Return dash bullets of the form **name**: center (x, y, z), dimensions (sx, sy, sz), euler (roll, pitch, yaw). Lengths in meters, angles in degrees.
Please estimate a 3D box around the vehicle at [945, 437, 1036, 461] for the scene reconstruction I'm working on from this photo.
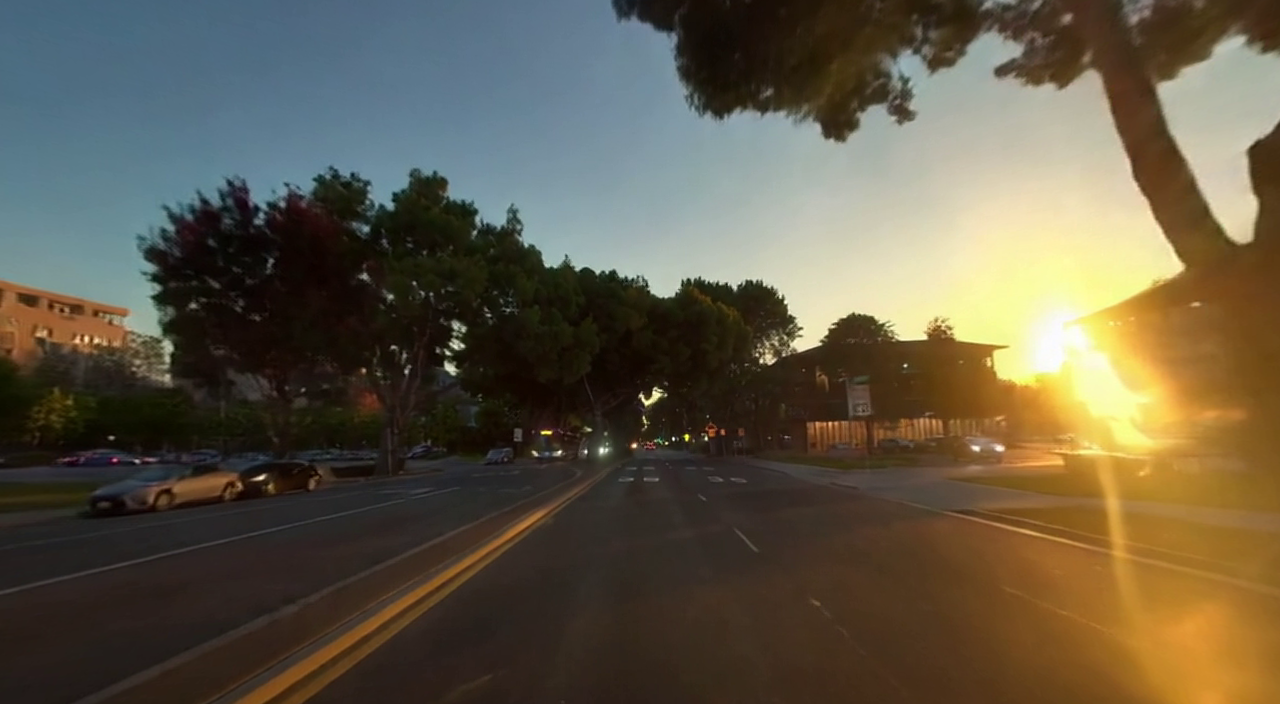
- **vehicle**: center (21.392, 5.942, 38.580), dimensions (4.404, 1.440, 1.900), euler (0, -8, 1)

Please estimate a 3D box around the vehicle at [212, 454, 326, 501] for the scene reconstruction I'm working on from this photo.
- **vehicle**: center (-14.013, 4.711, 24.114), dimensions (1.816, 1.567, 3.957), euler (0, -8, 3)

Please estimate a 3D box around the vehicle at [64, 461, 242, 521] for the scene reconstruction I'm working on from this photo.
- **vehicle**: center (-14.093, 4.012, 18.642), dimensions (1.835, 1.434, 4.325), euler (0, -8, 0)
